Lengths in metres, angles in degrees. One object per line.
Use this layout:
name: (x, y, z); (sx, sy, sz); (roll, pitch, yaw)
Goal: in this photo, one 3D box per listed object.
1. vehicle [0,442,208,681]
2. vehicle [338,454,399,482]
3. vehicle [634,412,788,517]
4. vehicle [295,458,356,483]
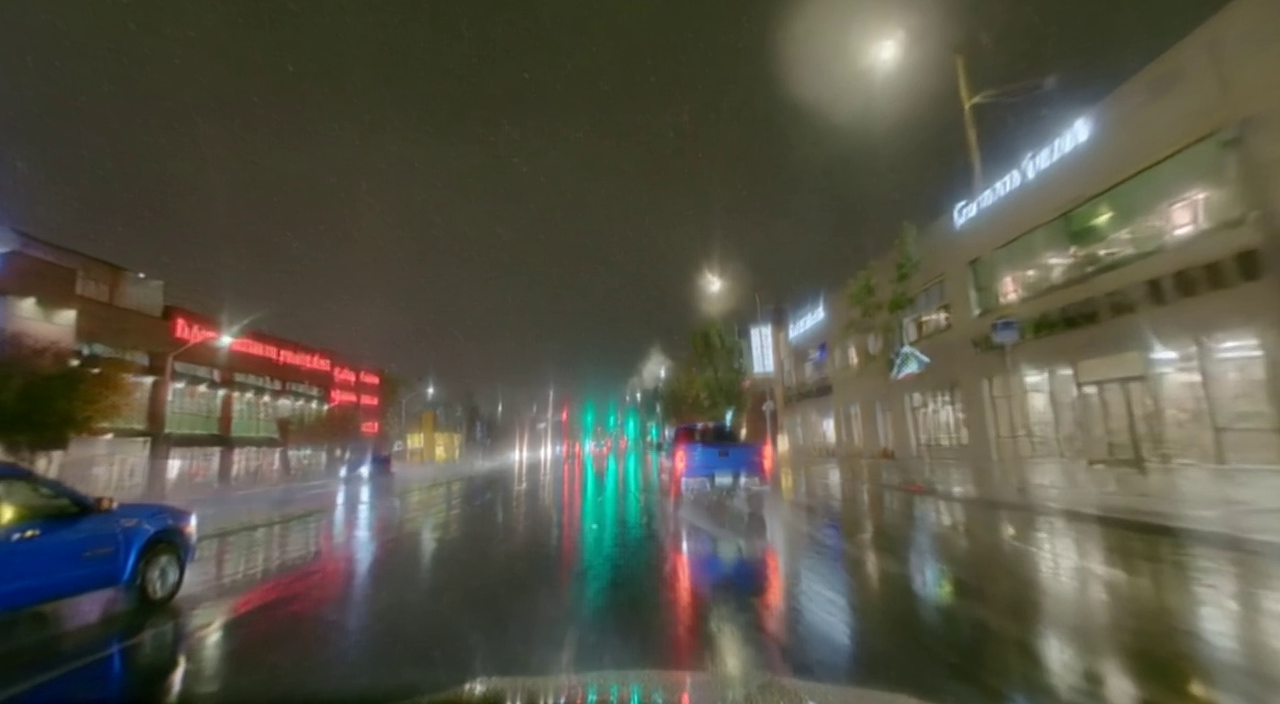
vehicle: (-4.778, 1.202, 3.362); (1.888, 1.424, 4.553); (0, -8, -2)
vehicle: (-16.707, 7.118, 39.121); (1.955, 1.562, 4.340); (0, -8, -1)
vehicle: (1.306, 2.519, 14.775); (2.590, 1.932, 5.776); (0, -8, -3)
vehicle: (-21.269, 8.022, 42.935); (2.003, 1.498, 4.440); (0, -8, -2)
